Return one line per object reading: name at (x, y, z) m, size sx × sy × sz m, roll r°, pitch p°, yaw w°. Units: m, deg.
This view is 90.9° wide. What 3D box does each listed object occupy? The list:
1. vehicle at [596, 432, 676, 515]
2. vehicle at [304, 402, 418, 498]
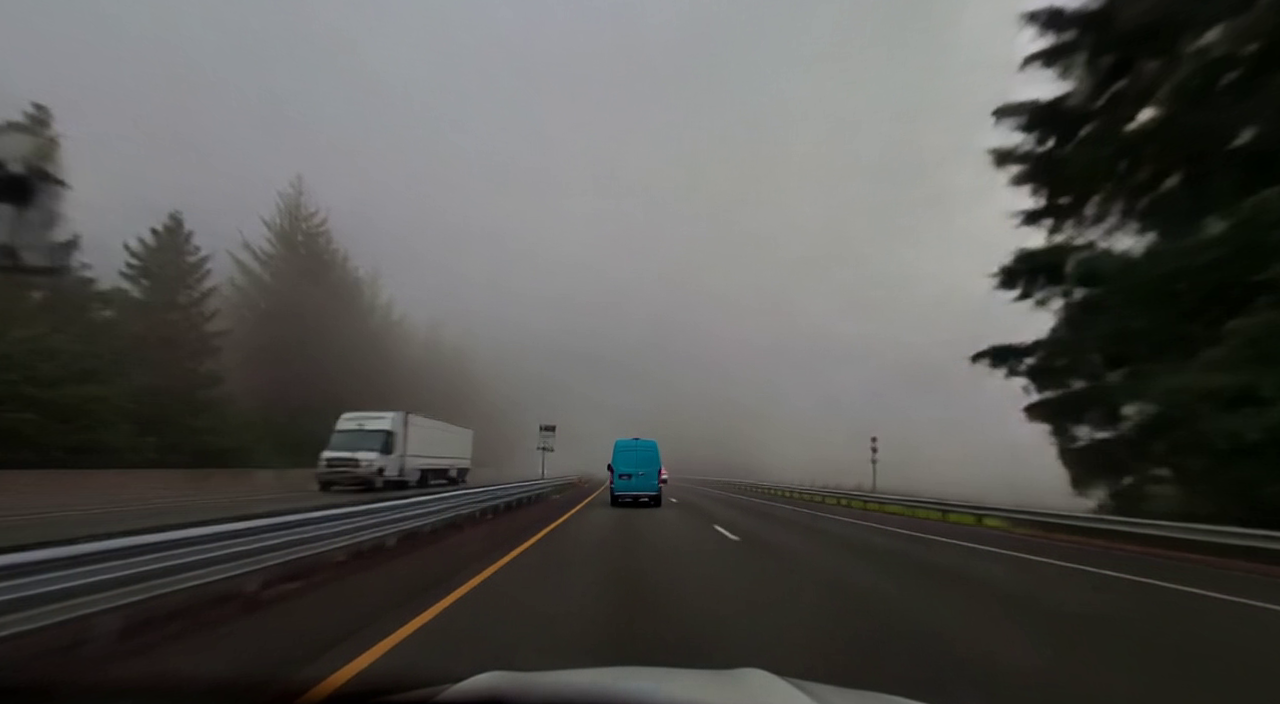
vehicle at (-0.249, 4.194, 21.969) m, size 2.375 × 2.432 × 6.161 m, roll 1°, pitch -10°, yaw -2°
vehicle at (-13.930, 5.020, 32.059) m, size 3.147 × 4.399 × 5.202 m, roll 1°, pitch -10°, yaw 0°
